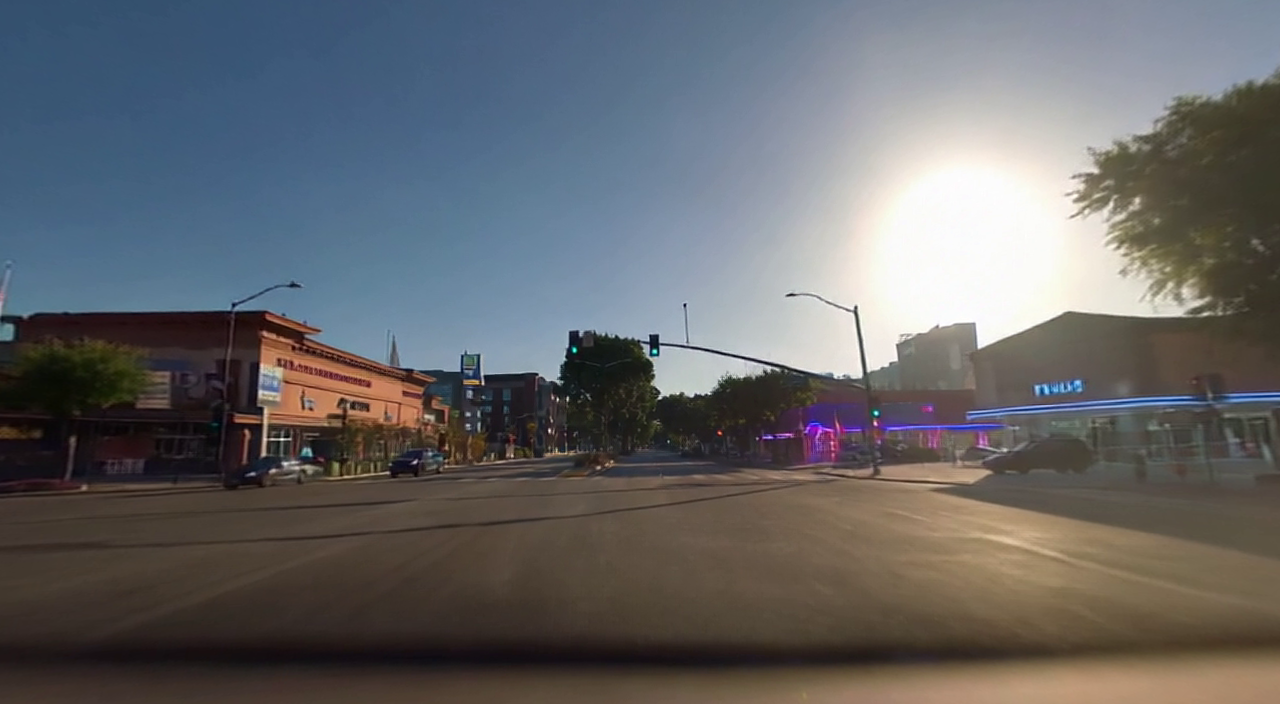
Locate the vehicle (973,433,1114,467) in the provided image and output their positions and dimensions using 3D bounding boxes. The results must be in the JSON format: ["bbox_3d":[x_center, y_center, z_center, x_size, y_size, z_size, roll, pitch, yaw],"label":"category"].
[{"bbox_3d":[20.881,5.098,32.917,5.587,1.689,2.605,0,-9,-3],"label":"vehicle"}]

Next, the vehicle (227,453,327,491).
[{"bbox_3d":[-16.634,5.490,29.247,1.924,1.557,4.357,0,-9,1],"label":"vehicle"}]

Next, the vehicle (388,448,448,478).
[{"bbox_3d":[-12.985,6.480,37.181,1.892,1.639,4.311,0,-9,1],"label":"vehicle"}]
